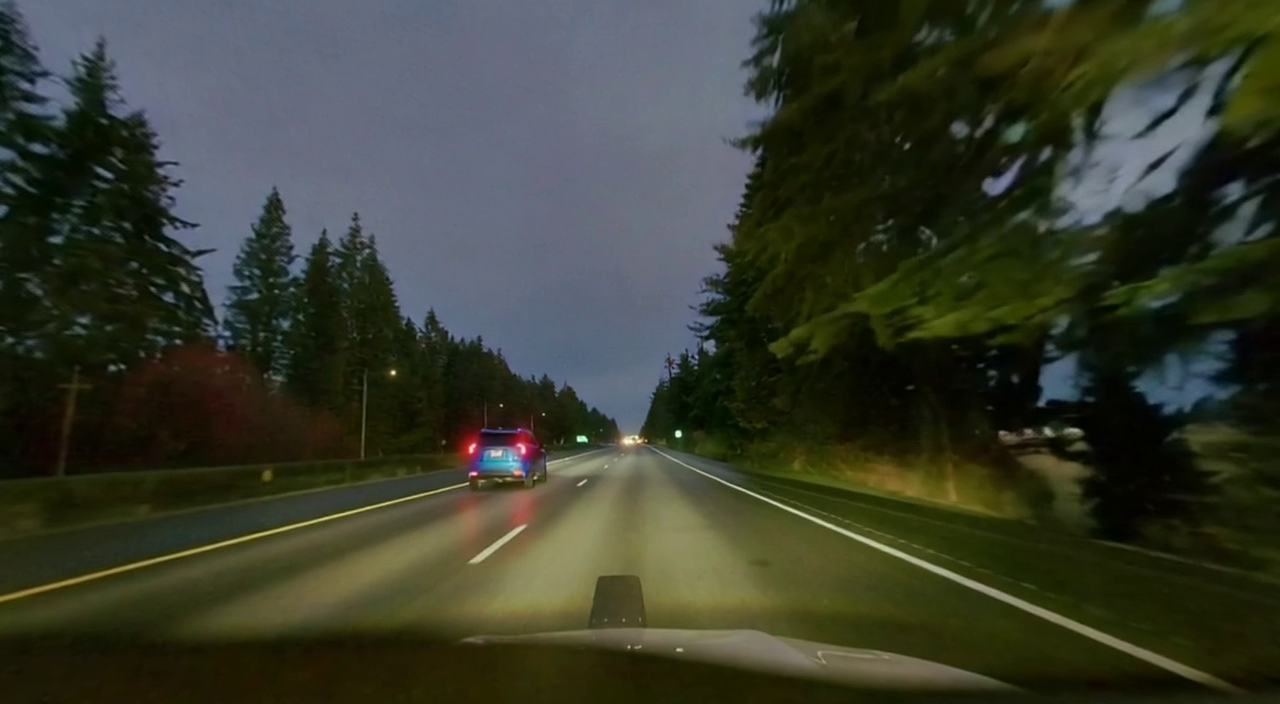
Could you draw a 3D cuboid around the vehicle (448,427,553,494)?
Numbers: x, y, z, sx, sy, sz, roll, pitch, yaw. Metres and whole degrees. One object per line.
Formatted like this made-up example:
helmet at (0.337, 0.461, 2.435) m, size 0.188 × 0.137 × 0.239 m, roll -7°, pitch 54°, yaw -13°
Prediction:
vehicle at (-4.030, 3.201, 19.042) m, size 2.084 × 1.752 × 4.479 m, roll 0°, pitch -8°, yaw 1°
